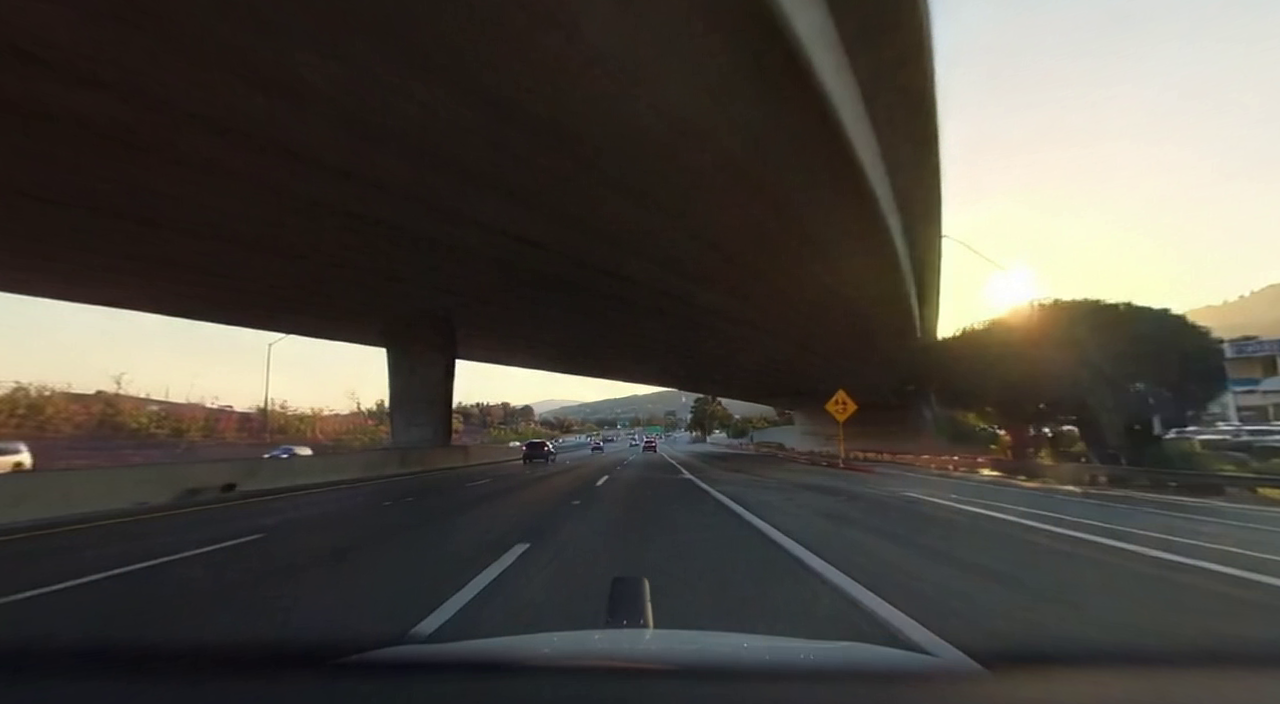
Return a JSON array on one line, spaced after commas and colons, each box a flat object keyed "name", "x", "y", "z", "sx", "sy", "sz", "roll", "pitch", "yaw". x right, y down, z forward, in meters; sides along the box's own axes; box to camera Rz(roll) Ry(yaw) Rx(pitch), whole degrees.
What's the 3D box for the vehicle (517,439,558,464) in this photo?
[{"name": "vehicle", "x": -7.305, "y": 7.118, "z": 45.317, "sx": 2.088, "sy": 1.678, "sz": 4.426, "roll": 0, "pitch": -8, "yaw": 1}]
